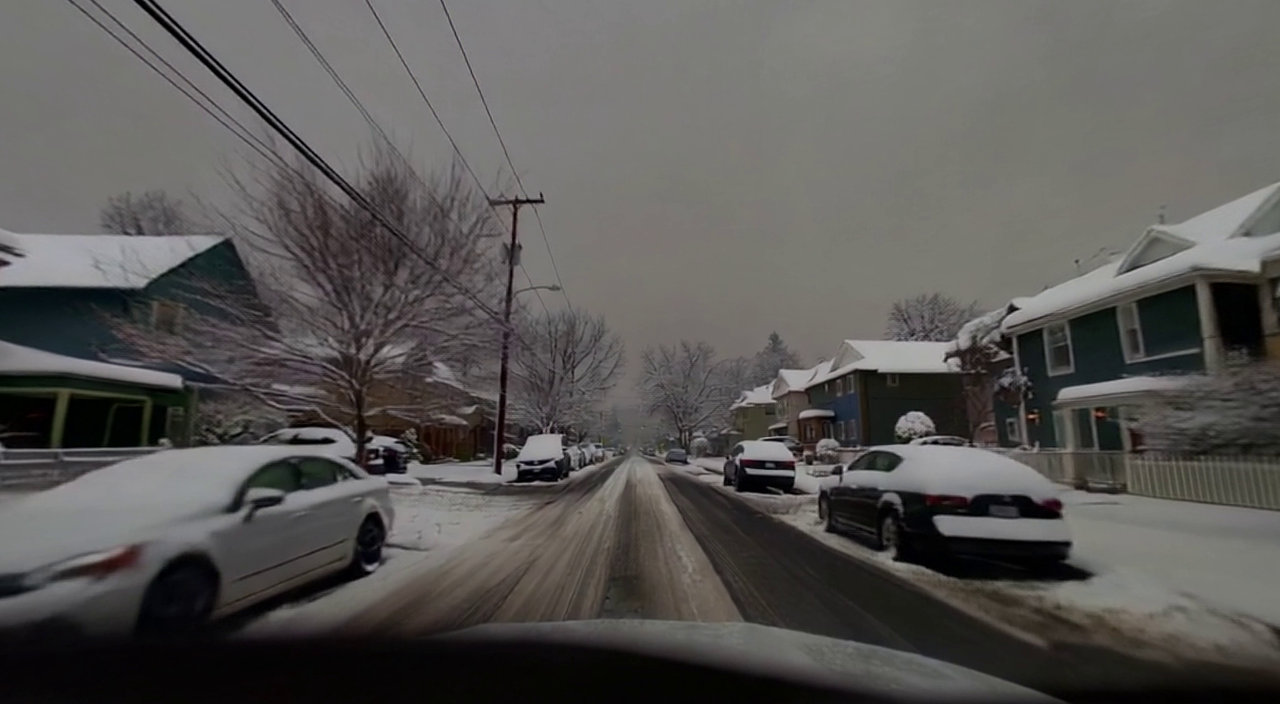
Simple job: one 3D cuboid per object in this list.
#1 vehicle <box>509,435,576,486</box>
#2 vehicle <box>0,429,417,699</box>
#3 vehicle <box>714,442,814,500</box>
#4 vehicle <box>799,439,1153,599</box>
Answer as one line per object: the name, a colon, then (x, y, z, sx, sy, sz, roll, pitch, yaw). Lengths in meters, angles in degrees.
vehicle: (-3.956, 4.503, 26.533, 2.057, 1.887, 5.053, 0, -9, 0)
vehicle: (-3.792, 1.507, 5.780, 1.971, 1.460, 4.523, 0, -9, -2)
vehicle: (3.590, 3.542, 19.208, 2.019, 1.536, 4.405, 0, -9, -1)
vehicle: (3.729, 1.906, 8.274, 1.862, 1.452, 4.737, 0, -9, -3)
